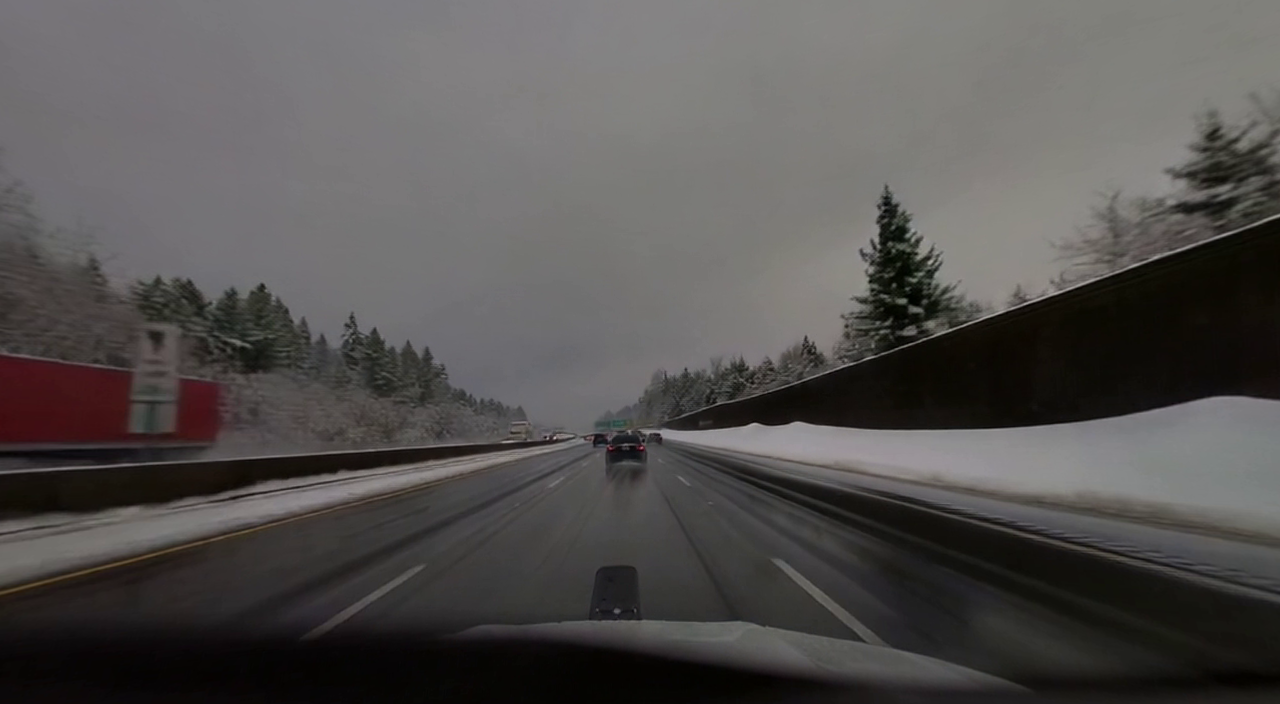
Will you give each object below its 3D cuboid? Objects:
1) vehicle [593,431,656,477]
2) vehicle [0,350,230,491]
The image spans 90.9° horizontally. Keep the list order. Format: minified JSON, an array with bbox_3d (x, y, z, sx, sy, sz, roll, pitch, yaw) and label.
[{"bbox_3d":[-0.539,3.537,22.208,2.044,1.477,3.693,0,-8,-1],"label":"vehicle"},{"bbox_3d":[-21.603,2.461,22.223,3.141,4.374,17.378,1,-8,-2],"label":"vehicle"}]
